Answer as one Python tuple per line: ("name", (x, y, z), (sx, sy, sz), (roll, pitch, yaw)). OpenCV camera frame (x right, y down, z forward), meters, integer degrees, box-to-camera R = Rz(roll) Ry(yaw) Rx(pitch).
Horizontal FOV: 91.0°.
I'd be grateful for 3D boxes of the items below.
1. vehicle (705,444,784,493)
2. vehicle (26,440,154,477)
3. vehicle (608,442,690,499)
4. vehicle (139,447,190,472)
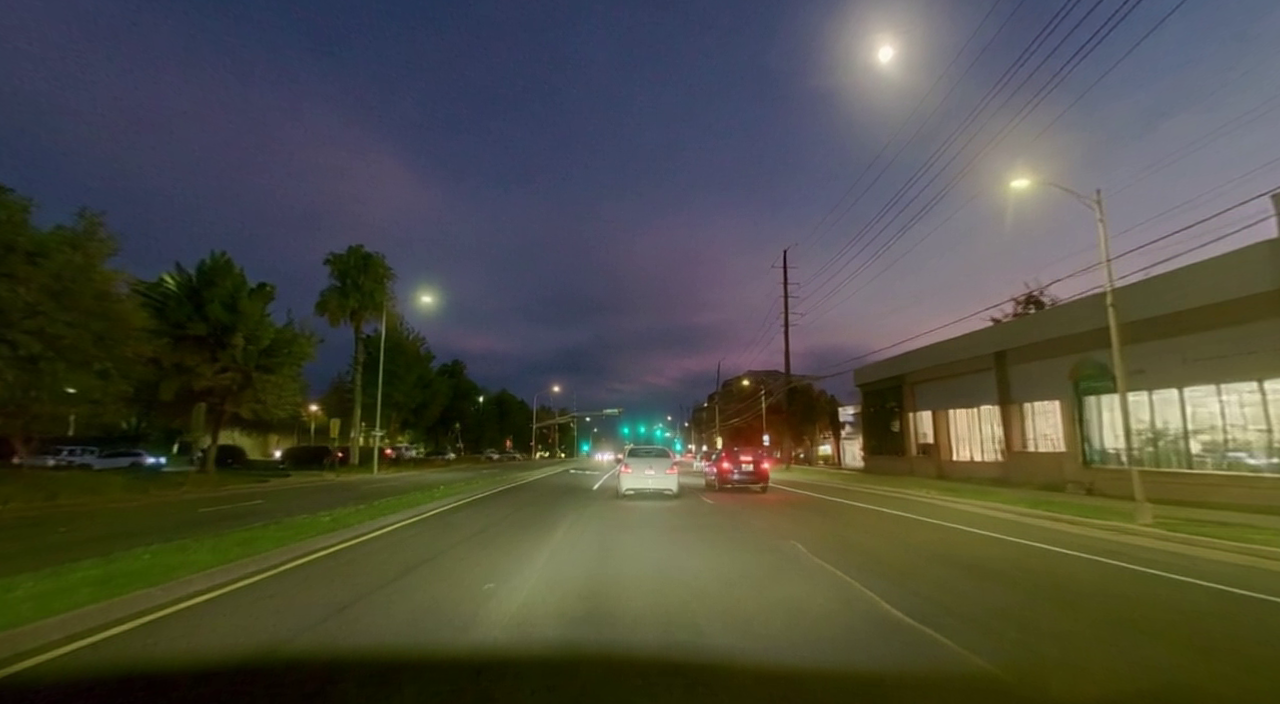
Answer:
("vehicle", (3.428, 3.886, 21.440), (1.985, 1.489, 4.036), (0, -8, -1))
("vehicle", (-30.146, 5.836, 34.660), (4.687, 1.894, 2.149), (2, -9, -11))
("vehicle", (0.183, 3.414, 18.594), (2.144, 1.473, 4.028), (0, -8, -1))
("vehicle", (-30.120, 6.783, 39.963), (1.939, 1.459, 3.953), (5, -10, -28))
